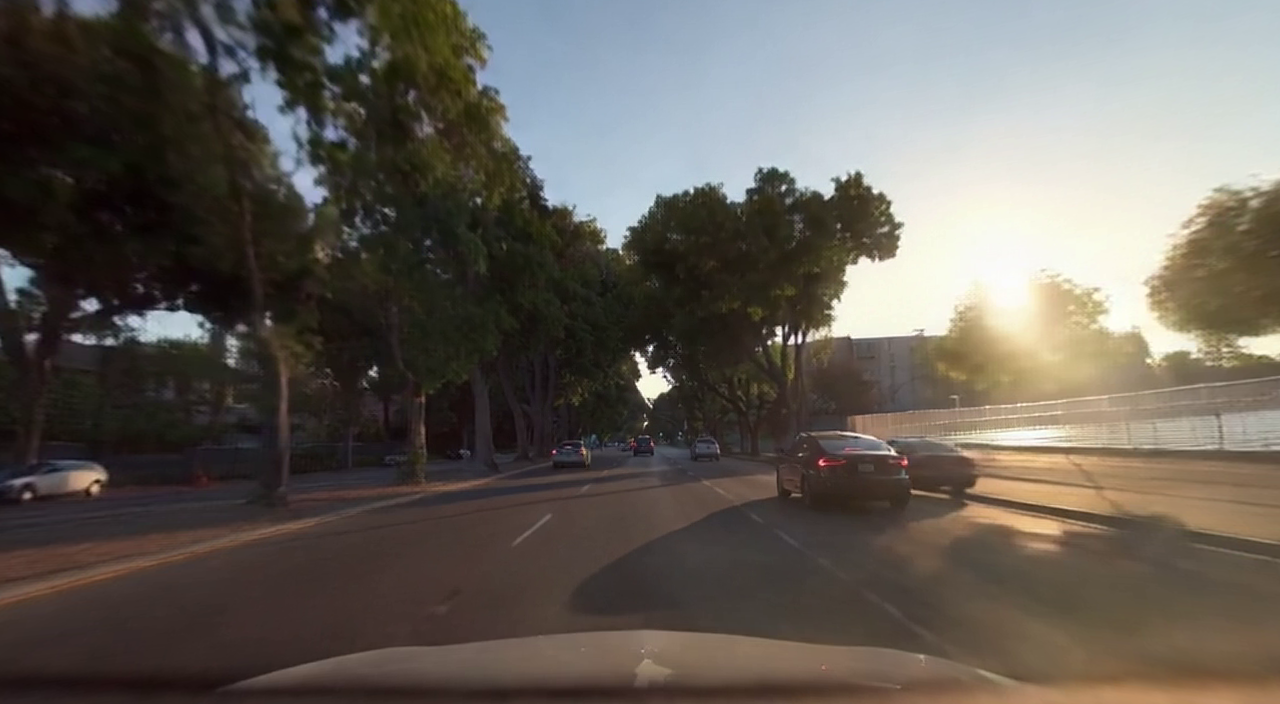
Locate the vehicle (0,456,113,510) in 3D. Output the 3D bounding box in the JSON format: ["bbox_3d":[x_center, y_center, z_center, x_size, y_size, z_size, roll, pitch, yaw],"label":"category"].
[{"bbox_3d":[-22.521,4.767,23.316,1.976,1.697,4.738,0,-8,-1],"label":"vehicle"}]

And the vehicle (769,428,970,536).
[{"bbox_3d":[3.672,2.139,11.049,1.919,1.502,4.232,0,-8,0],"label":"vehicle"}]

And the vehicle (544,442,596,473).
[{"bbox_3d":[-3.257,5.000,30.127,2.013,1.354,3.908,0,-8,1],"label":"vehicle"}]

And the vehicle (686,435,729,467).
[{"bbox_3d":[3.825,5.646,36.175,1.980,1.709,4.367,0,-8,0],"label":"vehicle"}]
